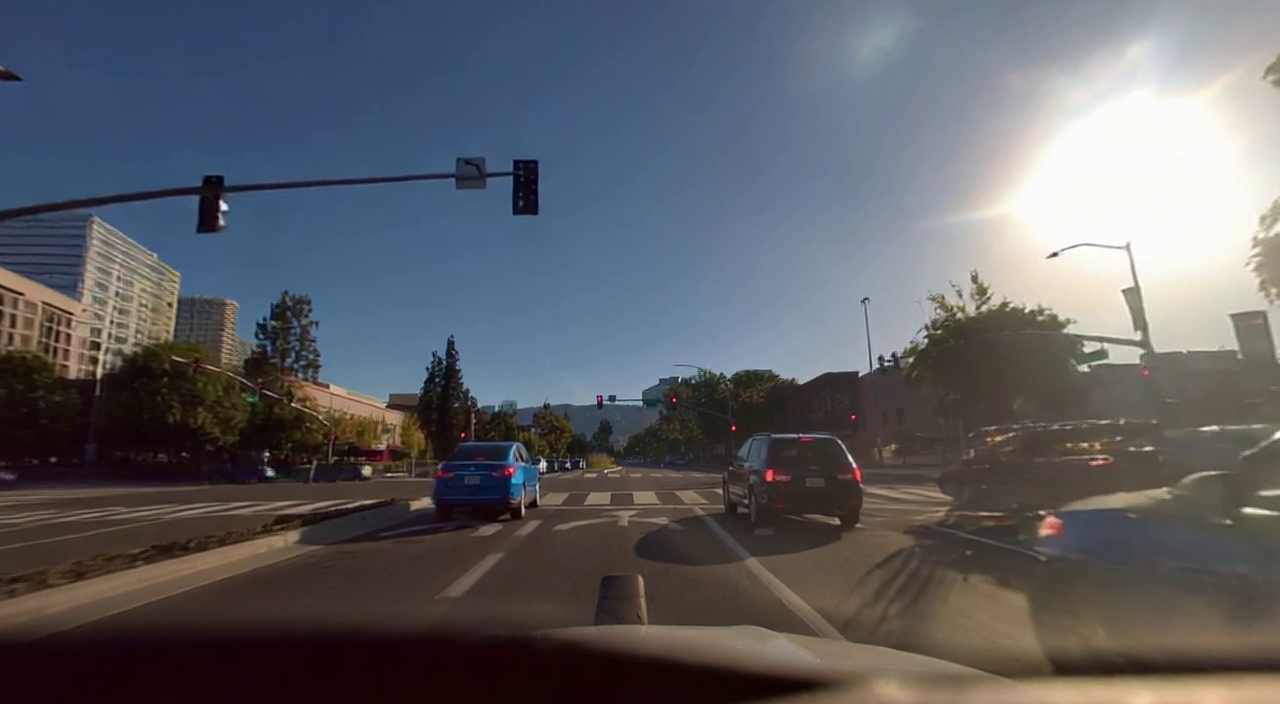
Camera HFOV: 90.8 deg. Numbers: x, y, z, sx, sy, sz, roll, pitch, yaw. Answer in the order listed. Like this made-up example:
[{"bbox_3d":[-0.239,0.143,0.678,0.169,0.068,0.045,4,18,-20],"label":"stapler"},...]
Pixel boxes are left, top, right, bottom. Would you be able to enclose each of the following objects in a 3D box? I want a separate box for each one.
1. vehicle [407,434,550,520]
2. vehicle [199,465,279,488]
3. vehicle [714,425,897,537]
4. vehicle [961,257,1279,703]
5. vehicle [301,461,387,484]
[{"bbox_3d":[-3.170,2.532,13.265,1.969,1.513,3.773,0,-8,1],"label":"vehicle"},{"bbox_3d":[-28.855,8.961,45.549,4.461,1.469,1.788,0,-8,-2],"label":"vehicle"},{"bbox_3d":[2.775,2.281,11.849,2.099,1.671,4.491,0,-8,-2],"label":"vehicle"},{"bbox_3d":[2.893,0.492,0.891,2.247,1.738,4.818,0,-8,-1],"label":"vehicle"},{"bbox_3d":[-20.043,8.171,42.918,4.825,1.483,1.817,0,-9,-3],"label":"vehicle"}]
